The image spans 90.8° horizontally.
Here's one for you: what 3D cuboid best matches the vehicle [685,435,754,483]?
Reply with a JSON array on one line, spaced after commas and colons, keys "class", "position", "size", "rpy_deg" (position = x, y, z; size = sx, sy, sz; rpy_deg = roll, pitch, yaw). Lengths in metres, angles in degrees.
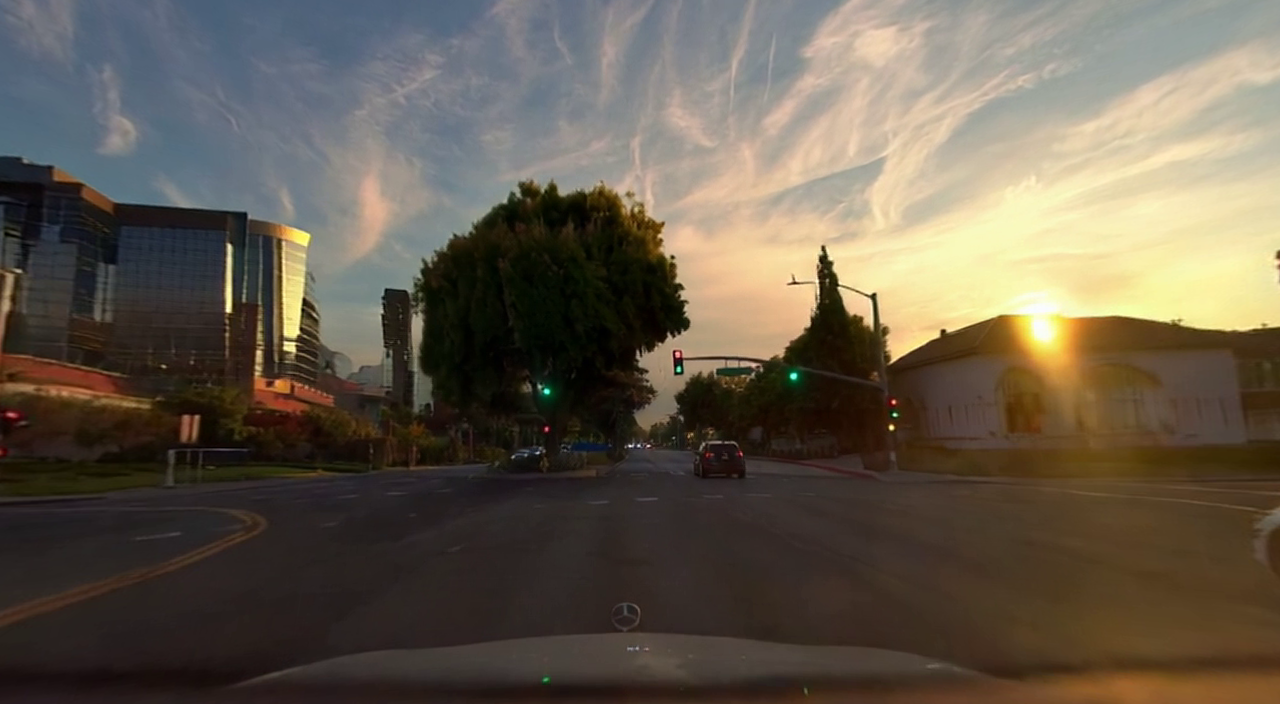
[{"class": "vehicle", "position": [3.192, 4.404, 26.285], "size": [2.095, 1.759, 4.862], "rpy_deg": [0, -9, -2]}]
